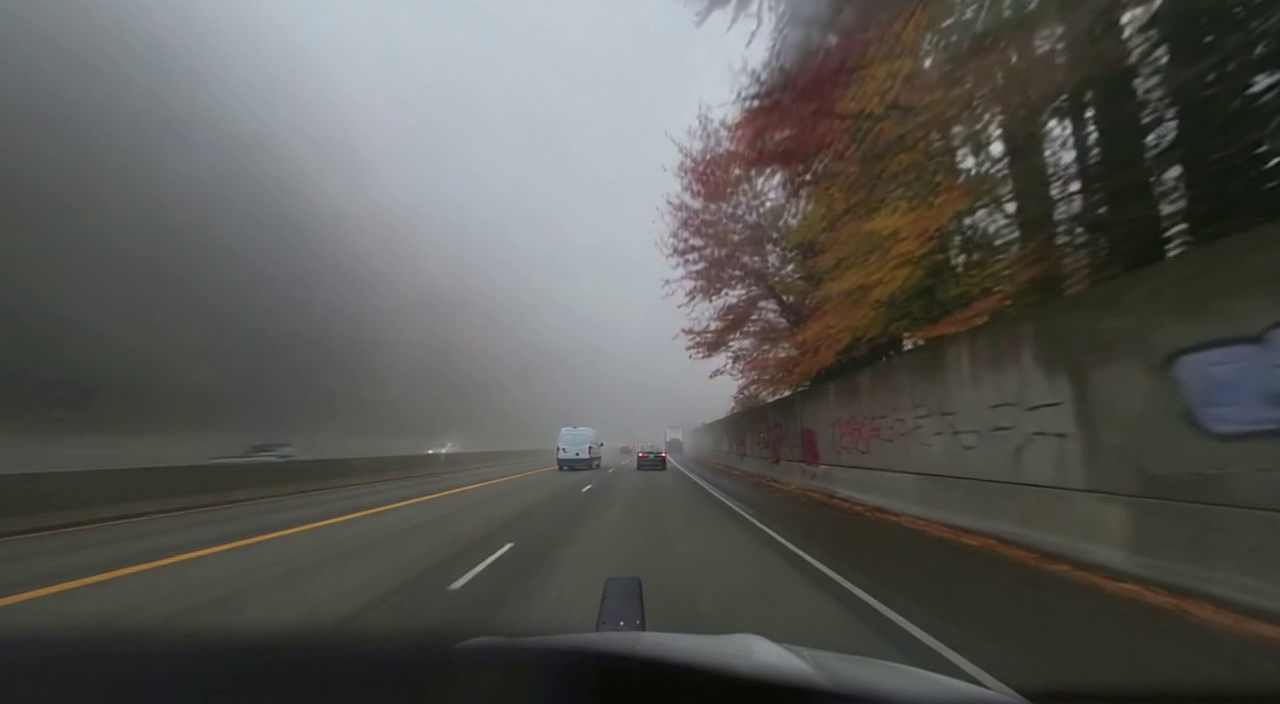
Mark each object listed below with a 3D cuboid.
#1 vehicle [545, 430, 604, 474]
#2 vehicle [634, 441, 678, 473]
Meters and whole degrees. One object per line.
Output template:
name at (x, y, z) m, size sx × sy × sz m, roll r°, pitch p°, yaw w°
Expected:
vehicle at (-3.178, 4.990, 31.657) m, size 2.199 × 1.973 × 5.078 m, roll 0°, pitch -8°, yaw 2°
vehicle at (0.773, 5.204, 31.468) m, size 2.071 × 1.487 × 3.948 m, roll 0°, pitch -8°, yaw 1°
